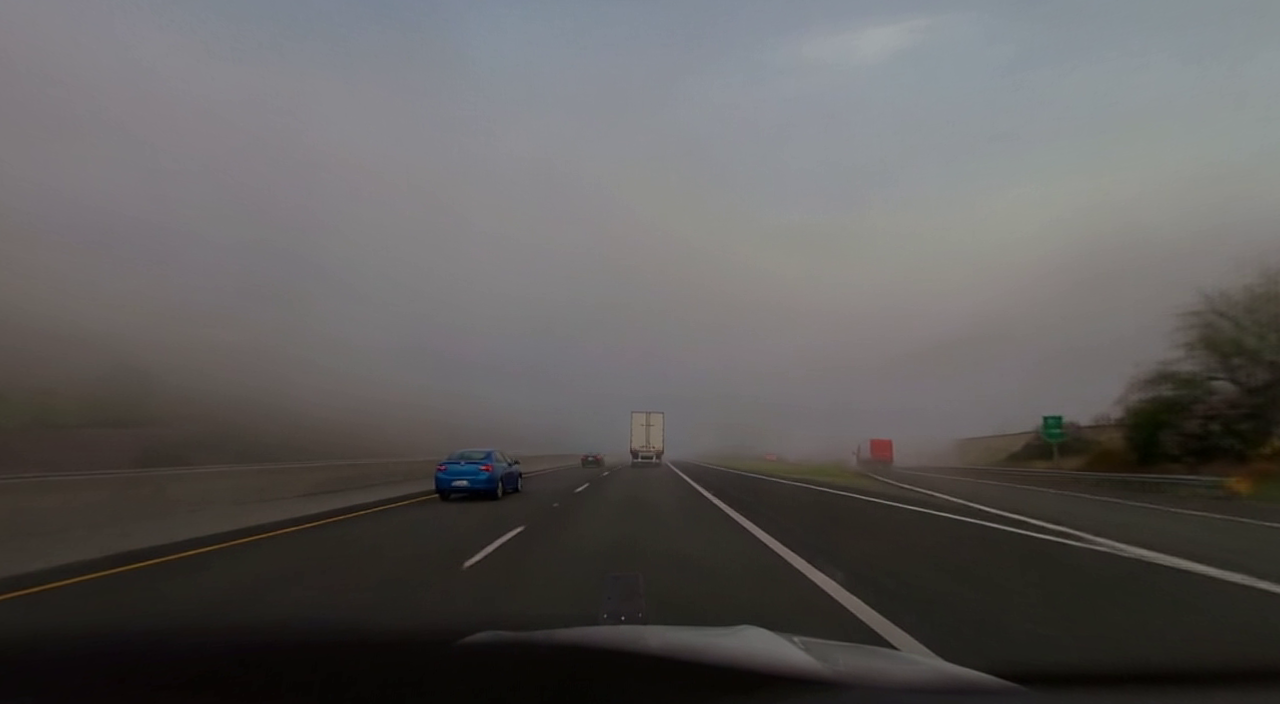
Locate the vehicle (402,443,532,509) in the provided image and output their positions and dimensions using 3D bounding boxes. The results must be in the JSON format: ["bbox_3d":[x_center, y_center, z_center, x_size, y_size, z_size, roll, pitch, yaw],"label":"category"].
[{"bbox_3d":[-4.237,3.107,16.281,2.010,1.461,4.391,0,-9,1],"label":"vehicle"}]

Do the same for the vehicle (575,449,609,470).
[{"bbox_3d":[-3.374,7.632,45.020,1.981,1.435,4.199,0,-9,2],"label":"vehicle"}]

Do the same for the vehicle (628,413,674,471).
[{"bbox_3d":[0.720,6.349,44.080,2.893,3.628,9.081,0,-9,1],"label":"vehicle"}]
